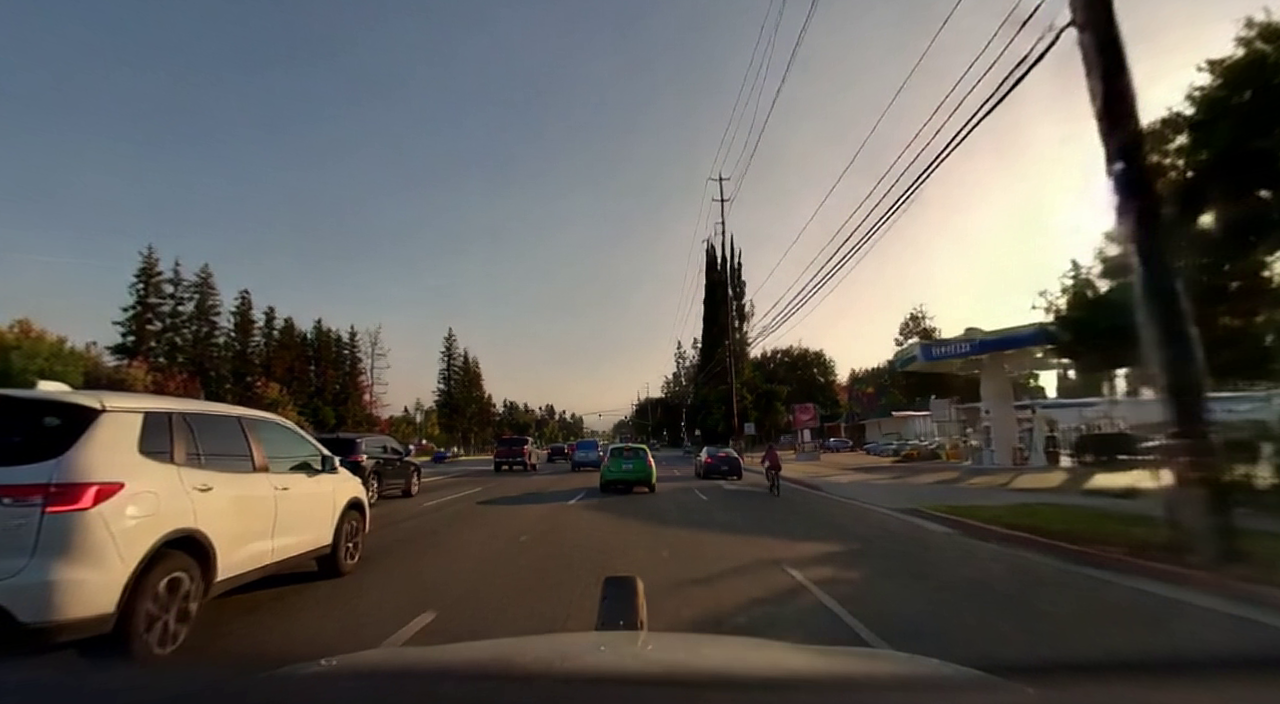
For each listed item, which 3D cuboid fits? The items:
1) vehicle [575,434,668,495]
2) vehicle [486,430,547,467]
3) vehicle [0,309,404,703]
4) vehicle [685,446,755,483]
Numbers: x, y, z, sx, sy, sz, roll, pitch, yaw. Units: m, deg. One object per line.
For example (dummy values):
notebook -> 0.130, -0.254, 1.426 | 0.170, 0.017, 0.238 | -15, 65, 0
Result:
vehicle -> -0.441, 2.945, 16.958 | 2.189, 1.437, 4.135 | 0, -8, 0
vehicle -> -6.787, 5.368, 35.421 | 2.385, 1.918, 5.056 | 0, -8, 0
vehicle -> -3.333, 0.898, 3.941 | 1.922, 1.642, 4.547 | 0, -8, 0
vehicle -> 3.024, 4.350, 24.783 | 2.065, 1.302, 4.416 | 0, -8, -1
